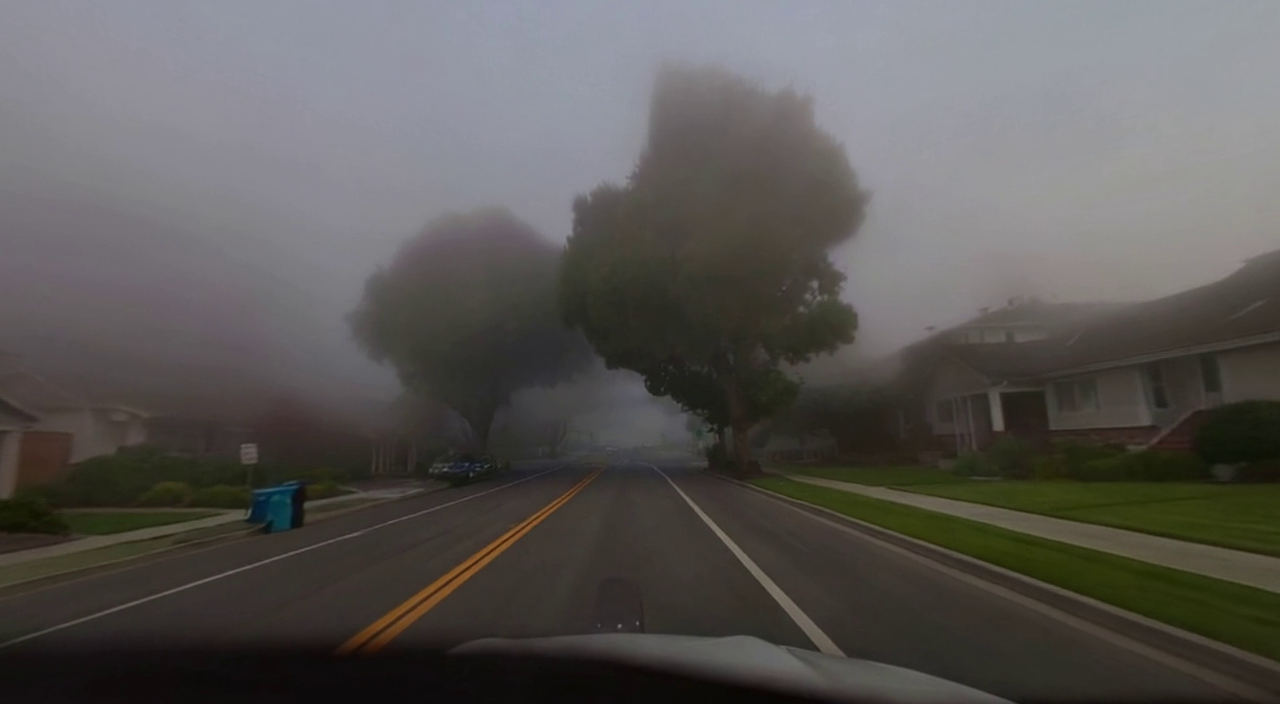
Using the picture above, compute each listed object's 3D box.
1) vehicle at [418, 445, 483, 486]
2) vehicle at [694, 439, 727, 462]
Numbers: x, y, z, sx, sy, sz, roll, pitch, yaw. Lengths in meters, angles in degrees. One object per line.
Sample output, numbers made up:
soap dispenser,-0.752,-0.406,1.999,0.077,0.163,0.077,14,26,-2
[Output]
vehicle,-9.478,5.675,31.892,1.998,1.689,4.384,-4,-7,-2
vehicle,5.493,7.787,49.857,2.010,1.694,4.661,0,-8,-1
